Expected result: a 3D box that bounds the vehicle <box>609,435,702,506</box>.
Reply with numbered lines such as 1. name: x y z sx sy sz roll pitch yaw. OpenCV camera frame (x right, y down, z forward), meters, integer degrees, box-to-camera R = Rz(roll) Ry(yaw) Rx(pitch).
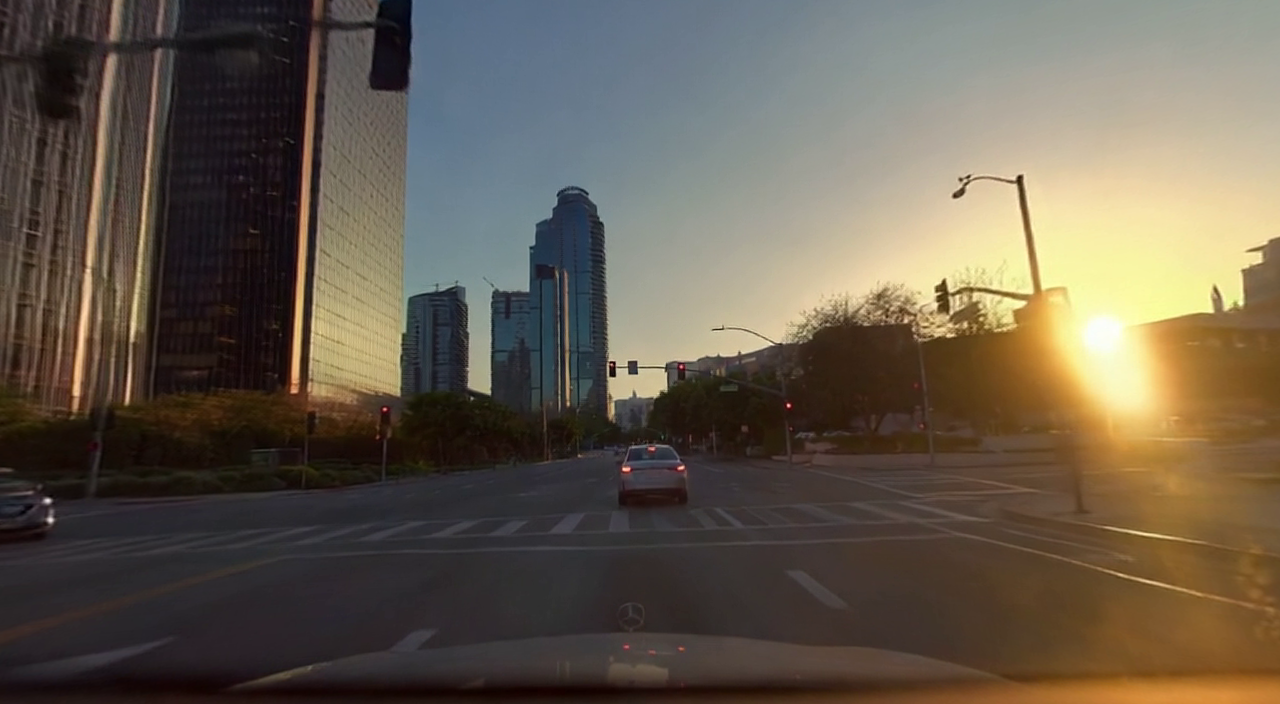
1. vehicle: 0.326 3.115 16.970 2.184 1.640 4.086 0 -9 -1
